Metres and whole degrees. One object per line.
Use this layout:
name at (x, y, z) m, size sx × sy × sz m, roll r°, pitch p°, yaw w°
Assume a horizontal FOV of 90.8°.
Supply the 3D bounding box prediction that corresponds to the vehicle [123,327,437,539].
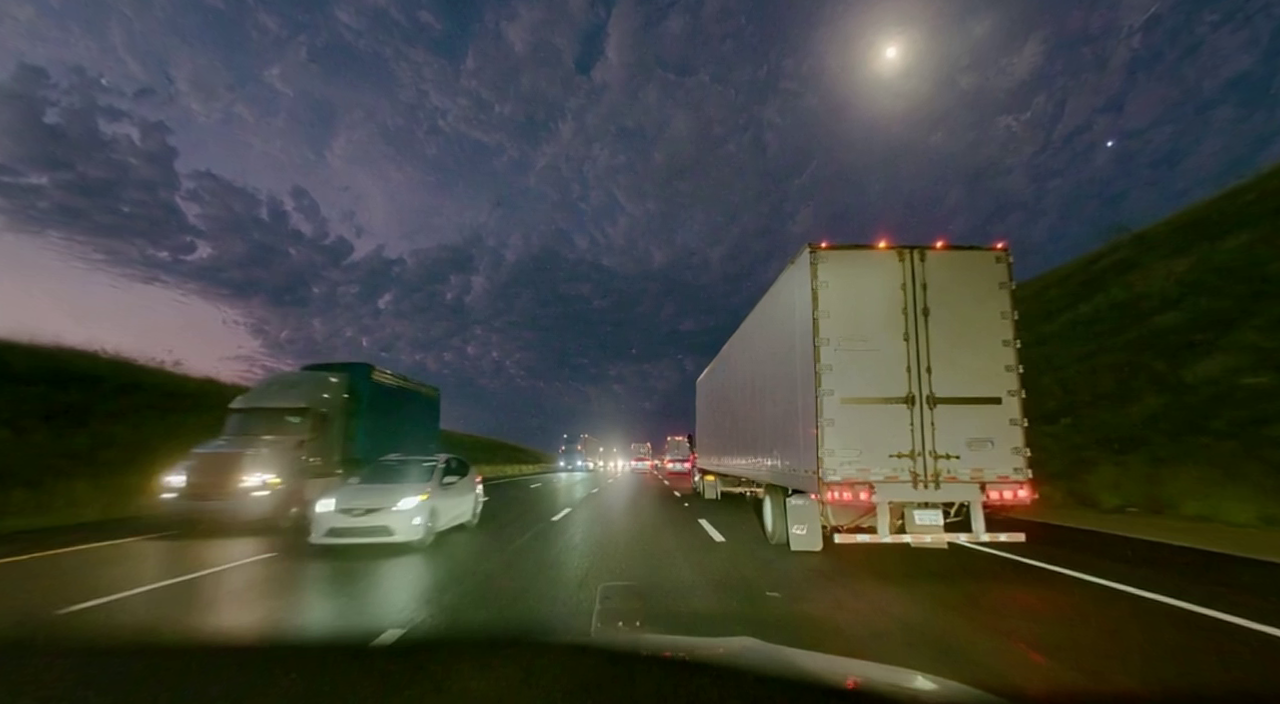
vehicle at (-6.847, 1.780, 13.586) m, size 2.600 × 3.374 × 6.892 m, roll 0°, pitch -8°, yaw 0°

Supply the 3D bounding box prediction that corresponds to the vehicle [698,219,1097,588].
vehicle at (3.376, 1.552, 13.884) m, size 2.845 × 4.071 × 14.008 m, roll 0°, pitch -9°, yaw 0°

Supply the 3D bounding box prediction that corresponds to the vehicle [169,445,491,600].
vehicle at (-3.490, 1.970, 8.210) m, size 1.982 × 1.462 × 4.171 m, roll 0°, pitch -9°, yaw 1°
